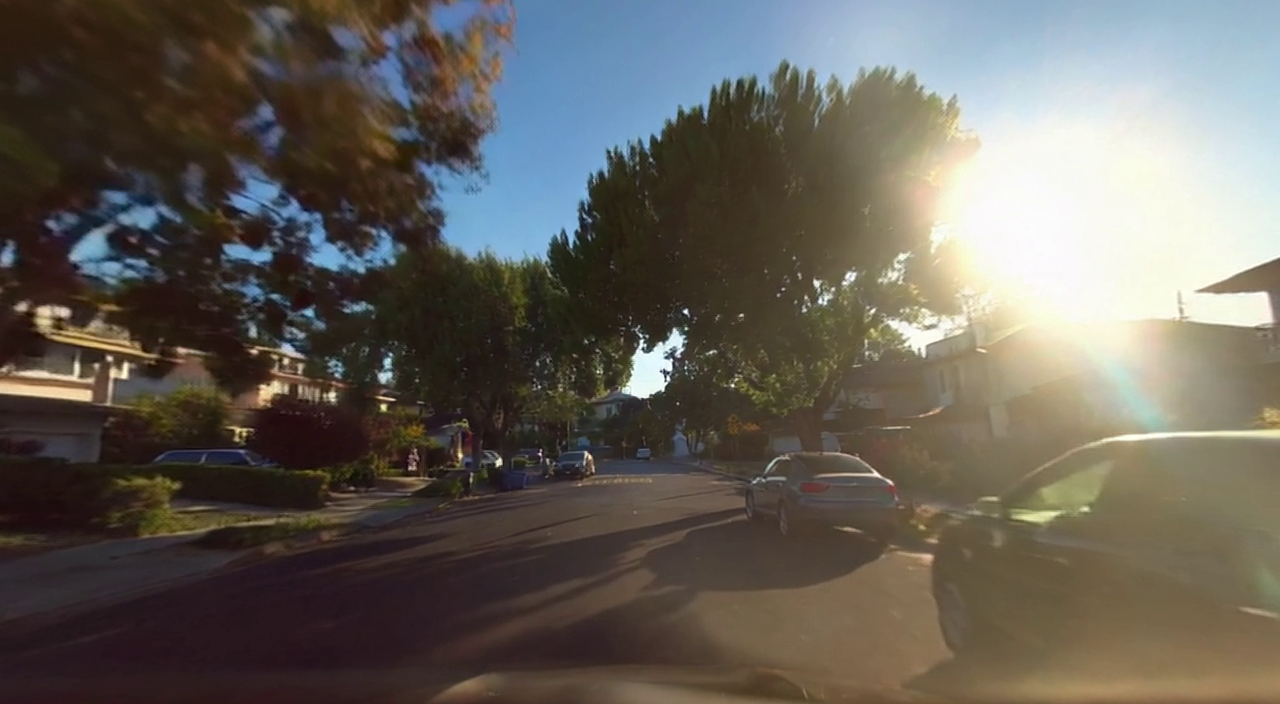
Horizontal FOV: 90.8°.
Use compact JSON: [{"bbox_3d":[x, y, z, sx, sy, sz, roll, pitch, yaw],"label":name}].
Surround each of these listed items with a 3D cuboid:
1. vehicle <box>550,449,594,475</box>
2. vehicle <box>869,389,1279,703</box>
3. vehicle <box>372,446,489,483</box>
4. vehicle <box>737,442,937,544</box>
[{"bbox_3d":[-4.025,6.586,38.071,1.987,1.459,4.473,-1,-9,3],"label":"vehicle"},{"bbox_3d":[2.866,1.030,2.971,2.022,1.483,4.565,-1,-9,2],"label":"vehicle"},{"bbox_3d":[-10.008,5.381,30.448,4.933,1.547,2.125,-2,-8,0],"label":"vehicle"},{"bbox_3d":[3.118,2.317,11.129,2.043,1.411,4.331,0,-9,-1],"label":"vehicle"}]
